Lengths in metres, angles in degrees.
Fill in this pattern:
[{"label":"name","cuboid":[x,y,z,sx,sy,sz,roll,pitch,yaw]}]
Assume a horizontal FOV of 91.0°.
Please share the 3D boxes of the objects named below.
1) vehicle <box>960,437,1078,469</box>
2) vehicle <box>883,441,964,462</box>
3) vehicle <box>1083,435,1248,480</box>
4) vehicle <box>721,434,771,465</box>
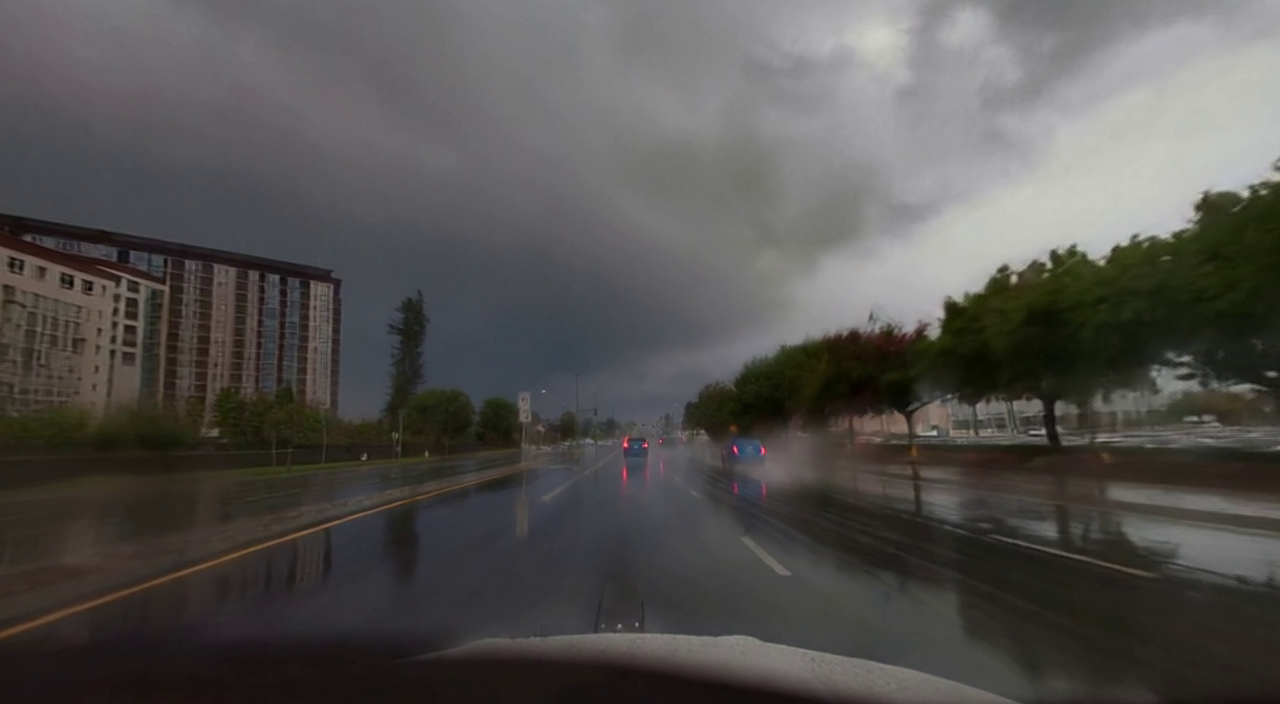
[{"label":"vehicle","cuboid":[19.129,5.125,31.948,4.644,1.552,1.980,-1,-9,4]},{"label":"vehicle","cuboid":[19.741,6.948,43.952,4.653,1.438,1.939,0,-9,-2]},{"label":"vehicle","cuboid":[20.009,4.011,24.130,4.485,1.608,1.955,0,-9,0]},{"label":"vehicle","cuboid":[6.568,6.100,39.517,2.136,1.799,4.796,0,-9,-2]}]
